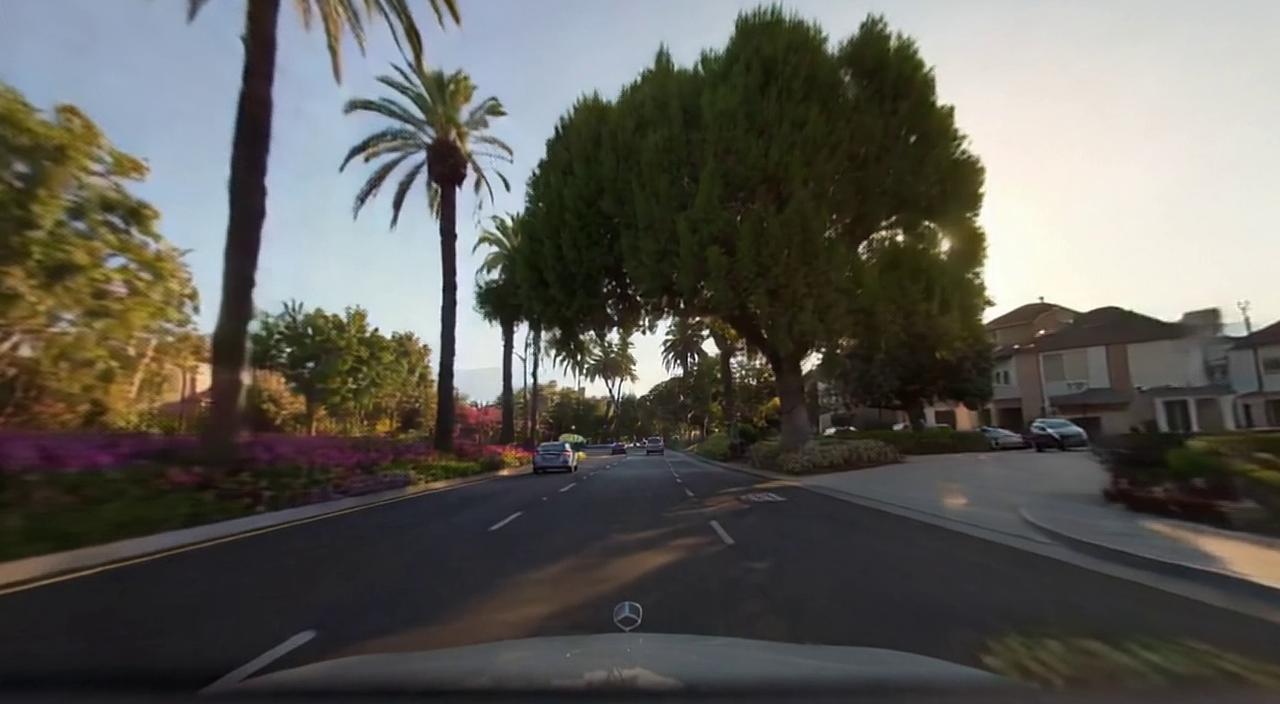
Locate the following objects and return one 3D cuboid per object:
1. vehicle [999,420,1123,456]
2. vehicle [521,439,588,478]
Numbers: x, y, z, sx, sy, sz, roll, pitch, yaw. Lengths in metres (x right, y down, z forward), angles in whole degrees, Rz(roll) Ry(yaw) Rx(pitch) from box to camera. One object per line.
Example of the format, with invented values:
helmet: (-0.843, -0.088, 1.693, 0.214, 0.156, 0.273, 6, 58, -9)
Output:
vehicle: (19.799, 4.062, 29.695, 4.364, 1.609, 1.917, -1, -8, 8)
vehicle: (-3.473, 4.415, 26.402, 2.036, 1.478, 4.508, 0, -8, 2)
